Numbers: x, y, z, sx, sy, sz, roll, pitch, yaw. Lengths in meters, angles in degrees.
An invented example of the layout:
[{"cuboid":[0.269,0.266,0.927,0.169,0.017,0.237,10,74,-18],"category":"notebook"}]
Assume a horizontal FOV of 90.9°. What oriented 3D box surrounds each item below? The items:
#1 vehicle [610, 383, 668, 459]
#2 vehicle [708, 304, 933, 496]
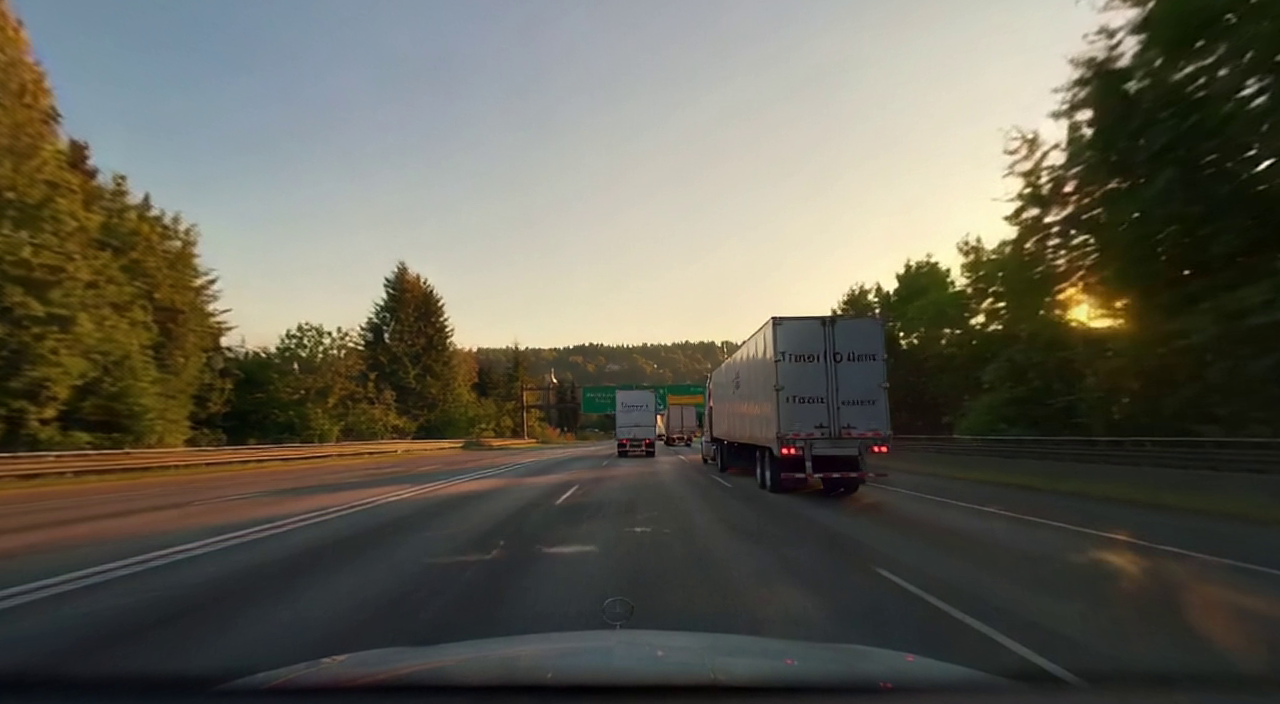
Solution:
[{"cuboid":[-0.142,4.243,37.858,2.958,3.917,10.196,0,-8,-1],"category":"vehicle"},{"cuboid":[4.639,1.971,20.841,2.856,4.145,14.500,0,-8,-1],"category":"vehicle"}]
